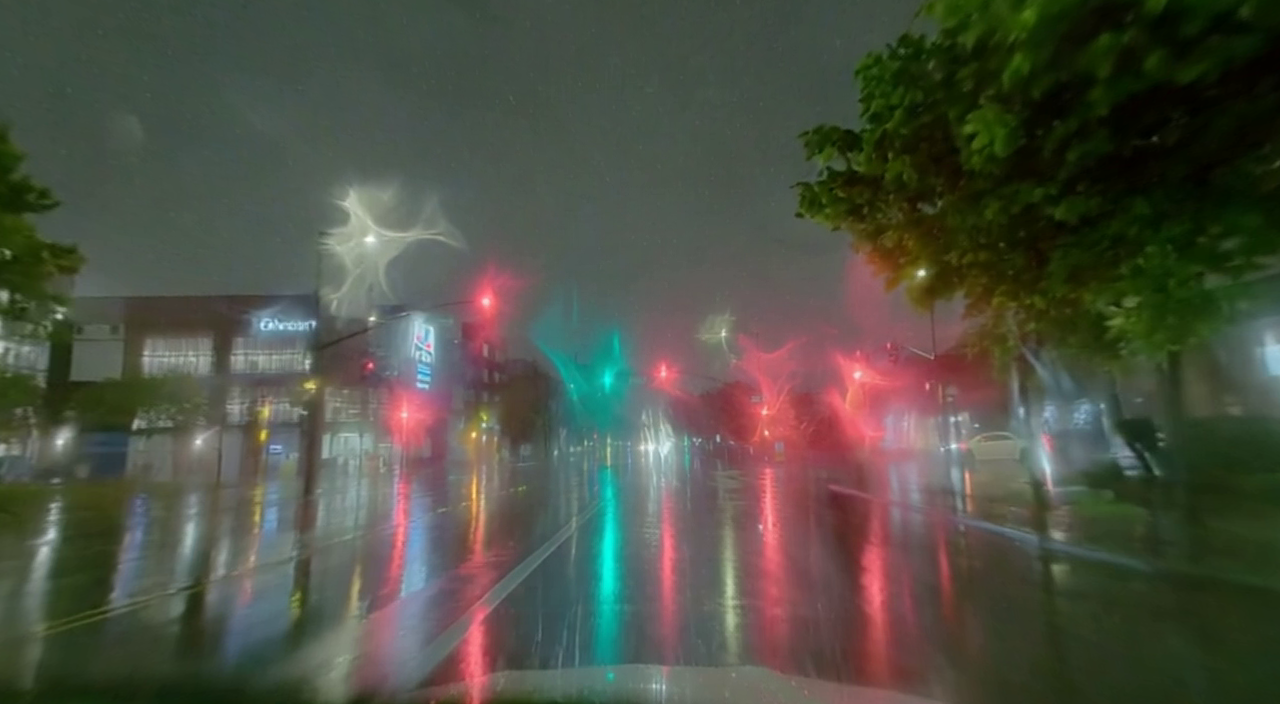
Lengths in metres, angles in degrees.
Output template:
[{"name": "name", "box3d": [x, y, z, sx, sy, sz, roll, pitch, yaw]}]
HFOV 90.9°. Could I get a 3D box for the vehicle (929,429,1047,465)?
[{"name": "vehicle", "box3d": [17.765, 4.870, 32.329, 4.836, 1.795, 1.957, 0, -8, 2]}]
